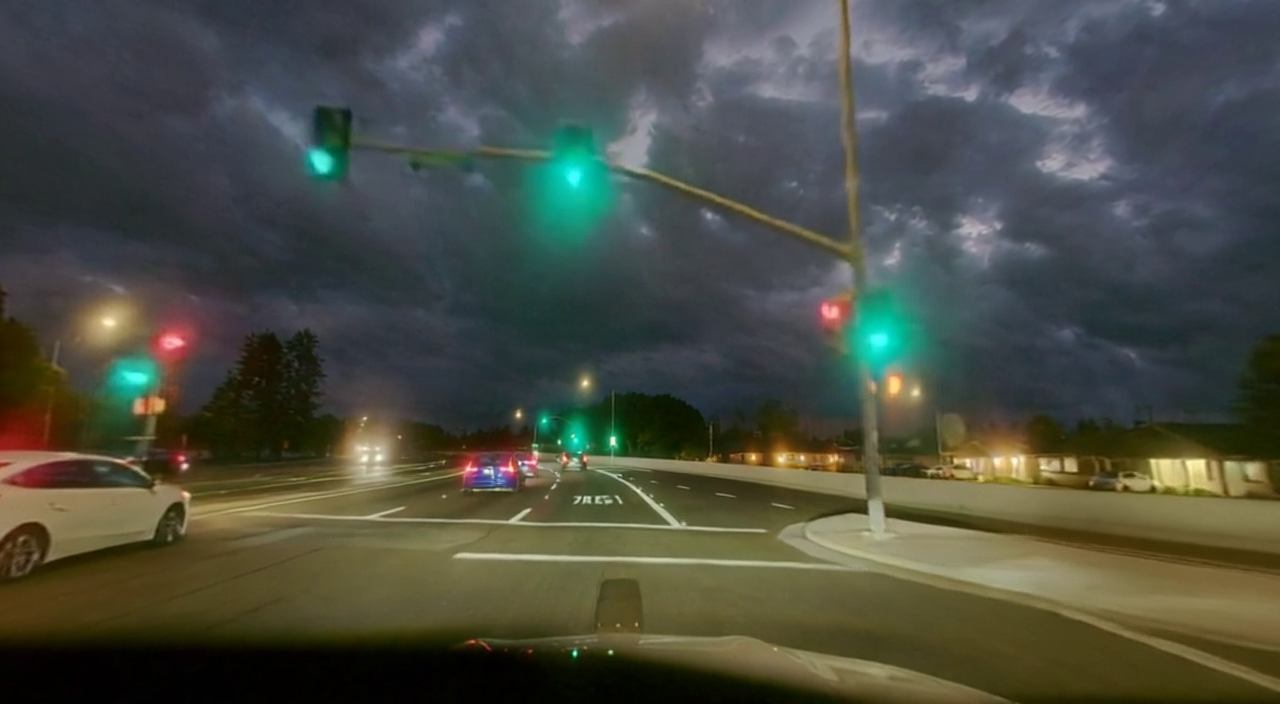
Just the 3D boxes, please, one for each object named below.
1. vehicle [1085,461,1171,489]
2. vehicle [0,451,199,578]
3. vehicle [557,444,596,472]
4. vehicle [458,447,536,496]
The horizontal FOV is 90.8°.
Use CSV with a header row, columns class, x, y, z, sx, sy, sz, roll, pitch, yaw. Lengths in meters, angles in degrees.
class,x,y,z,sx,sy,sz,roll,pitch,yaw
vehicle,35.803,9.001,46.540,1.888,1.758,5.043,1,-8,-7
vehicle,-8.441,2.116,8.662,1.889,1.429,4.029,0,-8,-1
vehicle,-4.903,8.028,48.114,2.526,1.982,5.294,1,-8,-10
vehicle,-5.175,4.346,23.490,2.098,1.613,4.606,0,-8,-4
